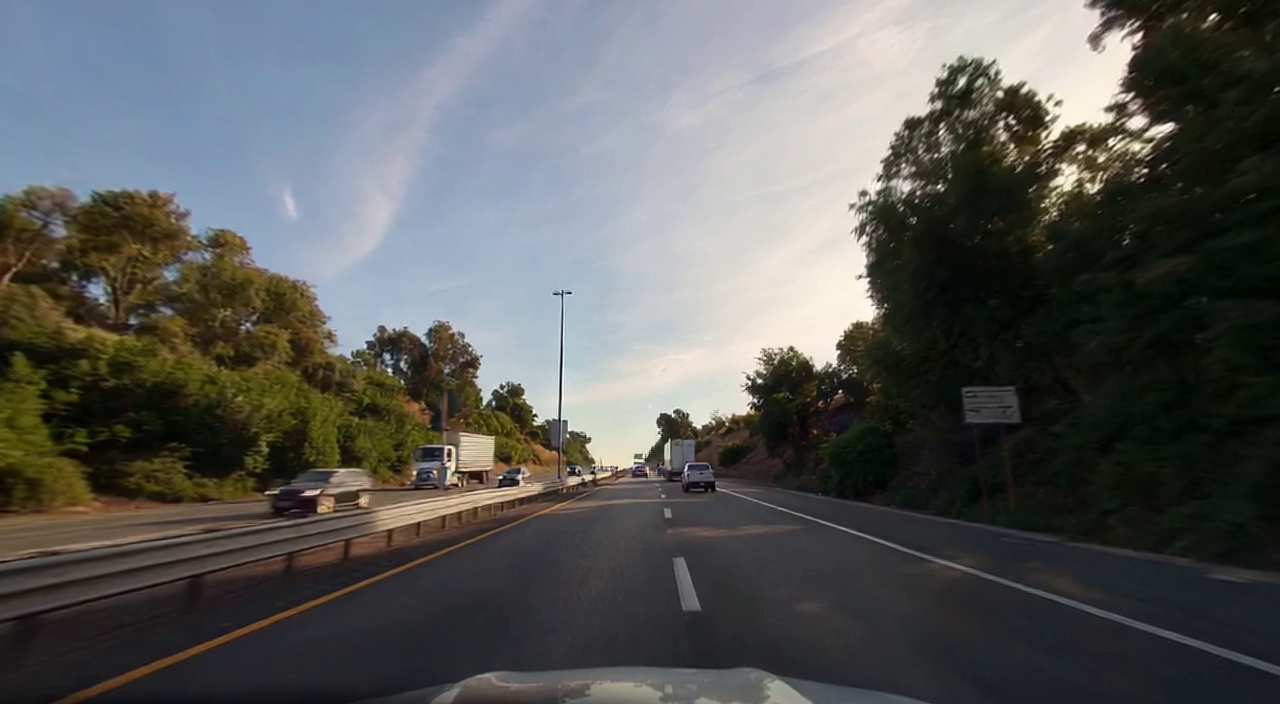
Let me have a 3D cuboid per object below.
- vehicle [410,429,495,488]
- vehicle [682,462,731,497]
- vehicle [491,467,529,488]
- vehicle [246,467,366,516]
[{"bbox_3d":[-13.976,8.219,48.109,2.926,3.944,10.427,0,-10,2],"label":"vehicle"},{"bbox_3d":[3.366,6.584,32.774,2.124,1.662,4.641,1,-10,1],"label":"vehicle"},{"bbox_3d":[-9.578,9.264,46.768,1.881,1.438,3.903,0,-10,2],"label":"vehicle"},{"bbox_3d":[-10.767,4.510,20.664,1.830,1.411,3.720,1,-10,1],"label":"vehicle"}]
